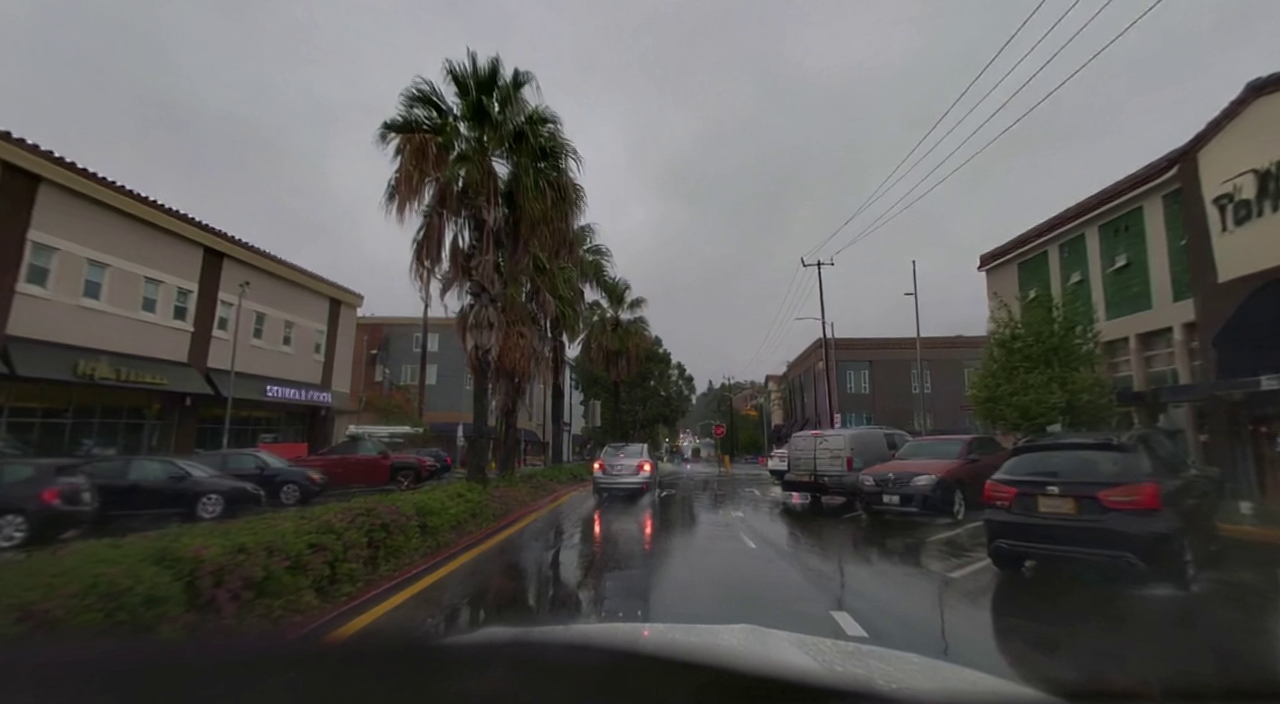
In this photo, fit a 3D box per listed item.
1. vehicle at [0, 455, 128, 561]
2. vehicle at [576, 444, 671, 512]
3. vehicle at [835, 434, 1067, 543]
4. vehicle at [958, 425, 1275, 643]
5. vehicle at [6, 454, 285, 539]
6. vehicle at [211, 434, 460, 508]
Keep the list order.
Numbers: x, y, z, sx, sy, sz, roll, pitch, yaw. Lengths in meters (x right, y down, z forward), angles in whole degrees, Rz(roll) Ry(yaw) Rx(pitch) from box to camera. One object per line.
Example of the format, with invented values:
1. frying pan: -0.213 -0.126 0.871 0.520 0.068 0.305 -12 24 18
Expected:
1. vehicle: -10.449 2.267 9.214 2.093 1.470 4.286 -9 -12 44
2. vehicle: -0.282 3.115 16.110 2.031 1.479 3.969 -1 -9 4
3. vehicle: 5.409 2.211 10.829 4.105 1.509 1.839 7 -11 -37
4. vehicle: 5.280 1.606 6.704 4.769 1.478 1.836 8 -12 -44
5. vehicle: -10.141 2.915 13.360 4.266 1.458 1.976 7 -11 -37
6. vehicle: -9.938 3.875 21.219 6.873 2.051 2.823 8 -12 -43
